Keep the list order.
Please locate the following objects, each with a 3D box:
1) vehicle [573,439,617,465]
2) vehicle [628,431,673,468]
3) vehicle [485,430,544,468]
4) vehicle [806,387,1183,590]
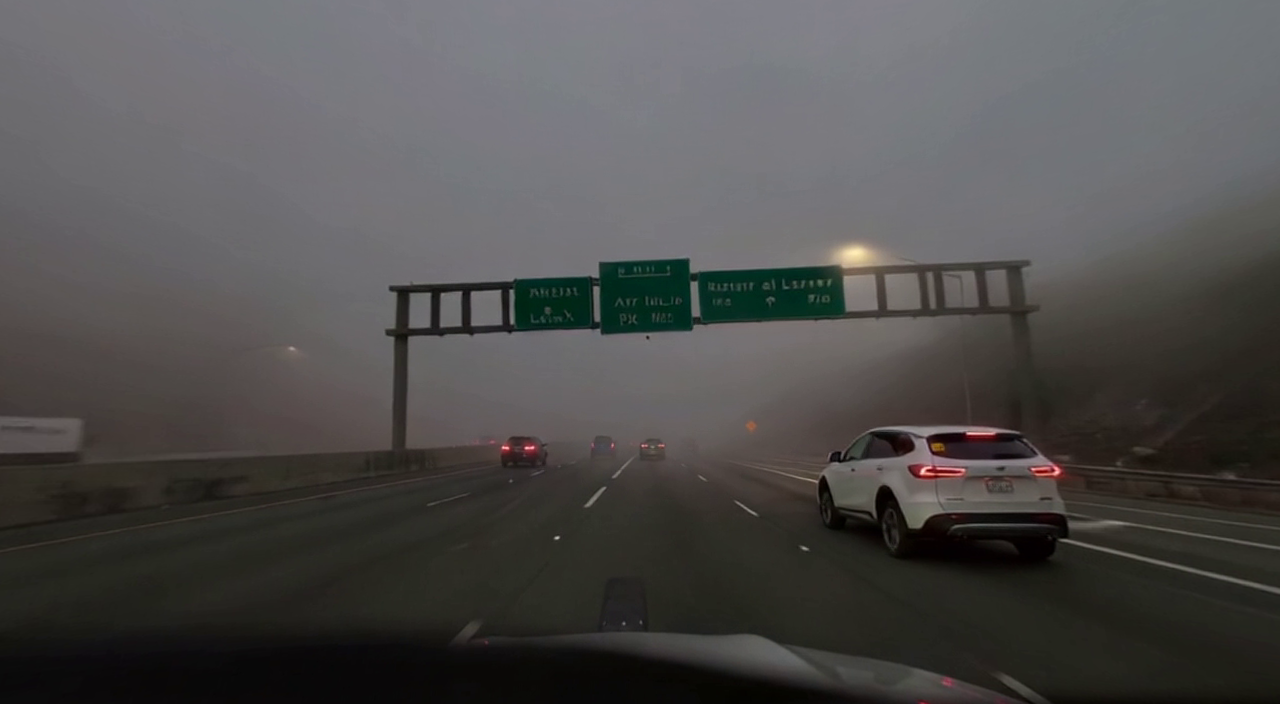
[{"bbox_3d":[-2.512,5.702,36.203,2.205,1.406,4.286,0,-8,1],"label":"vehicle"},{"bbox_3d":[0.552,4.891,31.857,2.133,1.739,3.925,0,-8,2],"label":"vehicle"},{"bbox_3d":[-5.955,4.676,30.431,1.946,1.688,4.019,0,-8,1],"label":"vehicle"},{"bbox_3d":[3.820,1.563,8.070,2.083,1.823,4.627,0,-8,0],"label":"vehicle"}]
